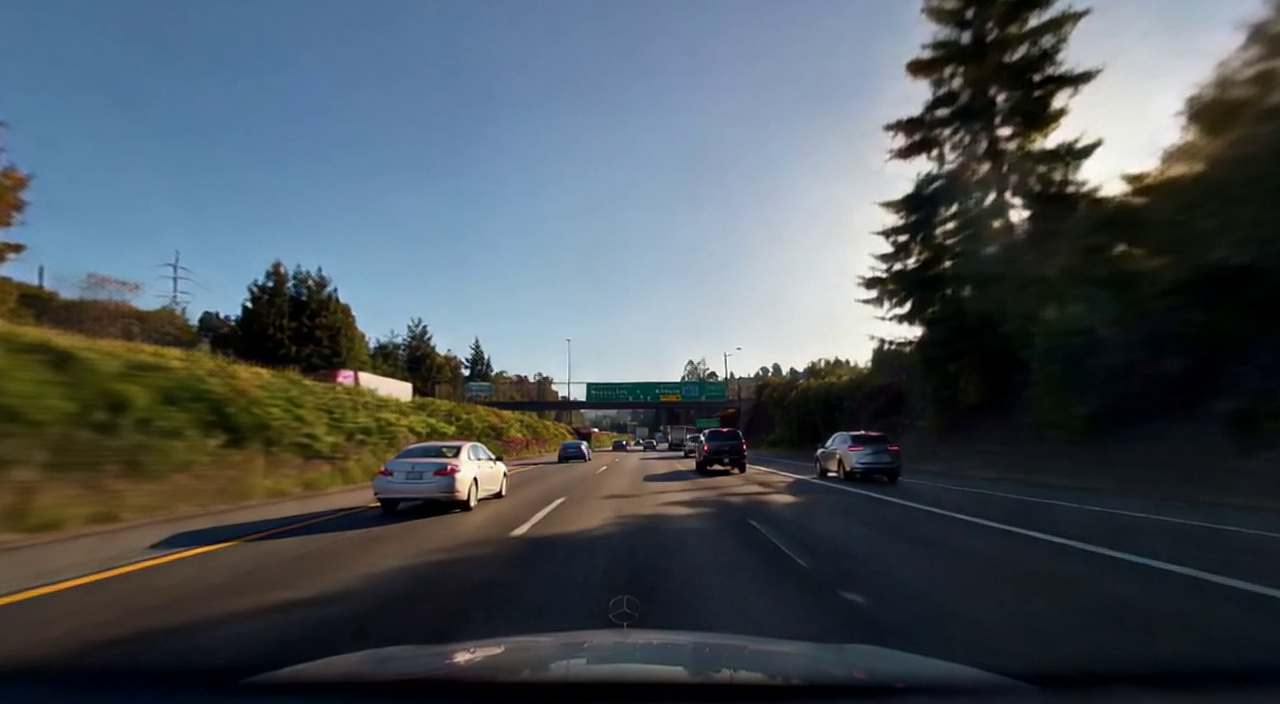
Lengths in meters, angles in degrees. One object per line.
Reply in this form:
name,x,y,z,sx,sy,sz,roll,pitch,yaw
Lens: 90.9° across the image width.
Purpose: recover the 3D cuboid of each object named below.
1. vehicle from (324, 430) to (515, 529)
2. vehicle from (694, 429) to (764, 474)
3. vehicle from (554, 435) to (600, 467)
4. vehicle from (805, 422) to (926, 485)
vehicle,-3.737,2.231,11.593,1.978,1.473,4.073,0,-8,1
vehicle,4.137,4.762,30.427,2.517,1.935,5.552,0,-8,-1
vehicle,-3.371,5.411,34.489,2.020,1.628,4.248,0,-8,1
vehicle,7.908,3.637,22.903,2.291,1.968,5.662,0,-8,0
